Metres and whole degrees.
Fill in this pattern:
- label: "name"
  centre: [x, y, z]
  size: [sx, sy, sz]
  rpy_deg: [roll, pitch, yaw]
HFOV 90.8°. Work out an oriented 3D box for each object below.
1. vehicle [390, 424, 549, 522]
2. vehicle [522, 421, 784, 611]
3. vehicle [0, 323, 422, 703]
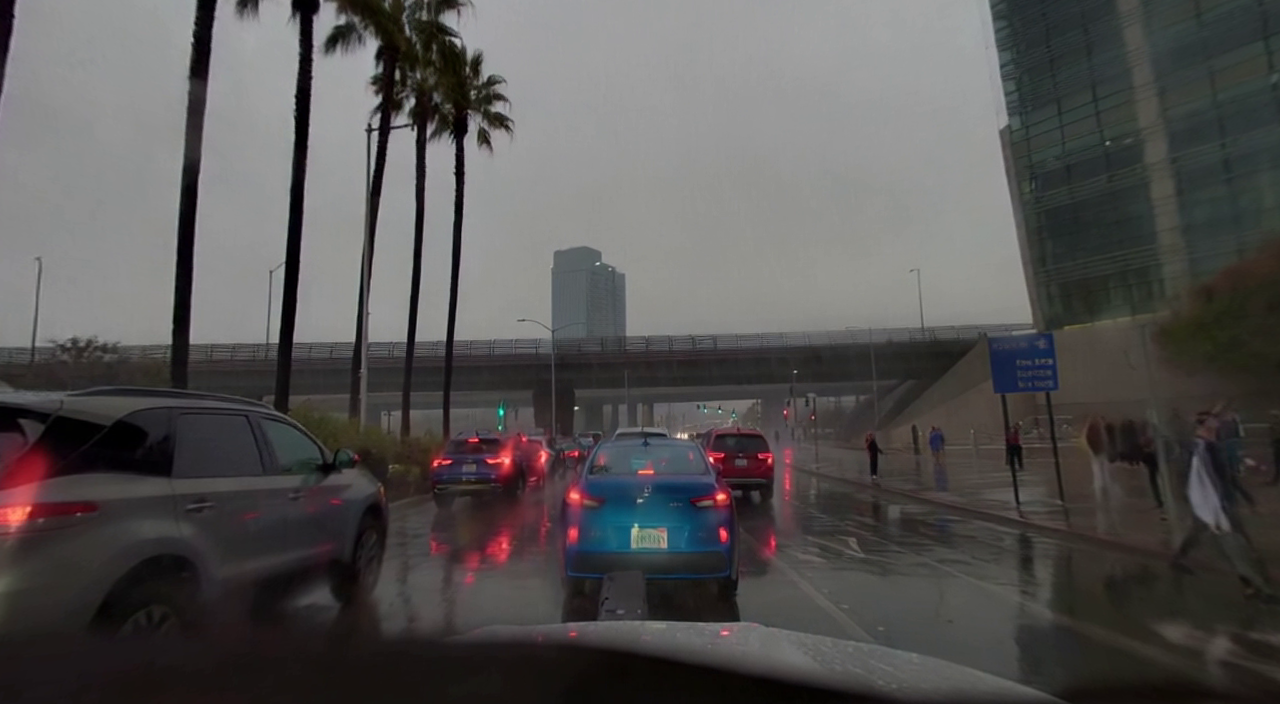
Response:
- label: "vehicle"
  centre: [-3.185, 2.353, 12.766]
  size: [1.955, 1.637, 4.032]
  rpy_deg: [0, -8, 2]
- label: "vehicle"
  centre: [0.087, 1.589, 7.045]
  size: [2.036, 1.461, 4.129]
  rpy_deg: [0, -8, 0]
- label: "vehicle"
  centre: [-3.271, 1.066, 4.198]
  size: [2.014, 1.740, 4.359]
  rpy_deg: [0, -8, 1]
